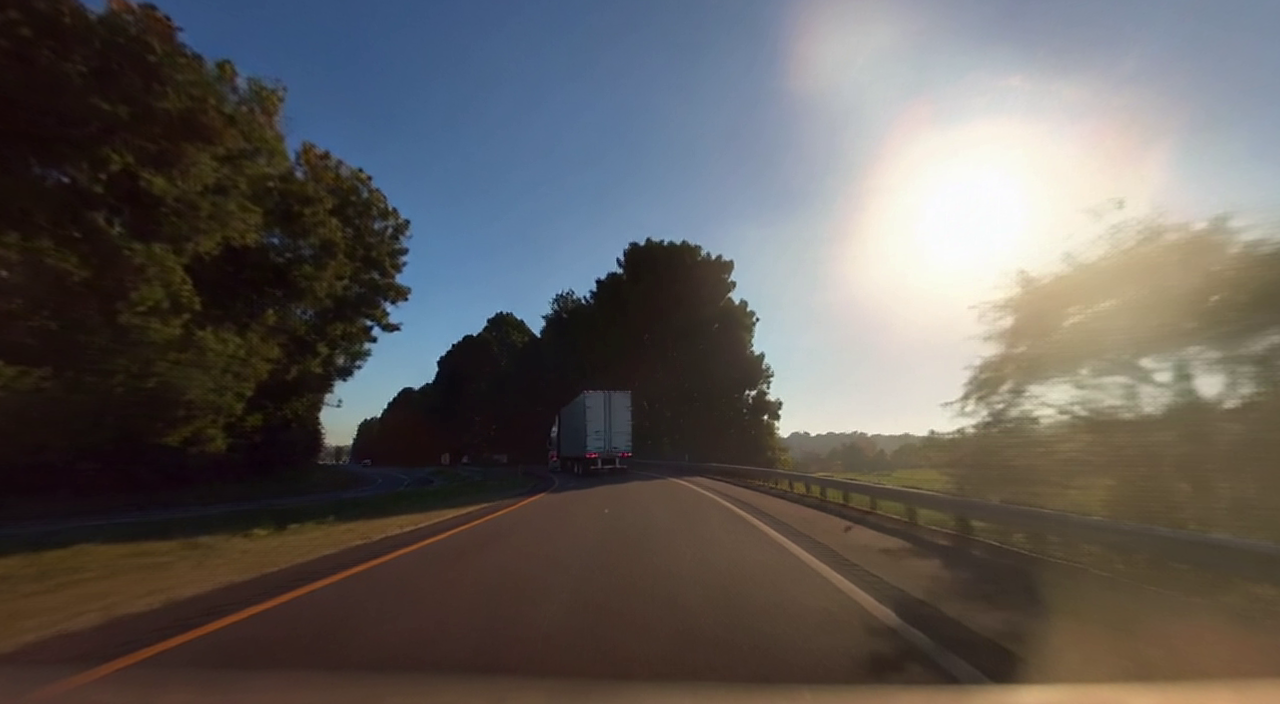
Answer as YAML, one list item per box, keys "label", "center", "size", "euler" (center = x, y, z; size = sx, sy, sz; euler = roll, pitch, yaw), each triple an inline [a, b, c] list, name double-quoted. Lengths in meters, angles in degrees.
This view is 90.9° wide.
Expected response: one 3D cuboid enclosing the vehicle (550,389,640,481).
- label: "vehicle"
  center: [-3.032, 4.727, 35.792]
  size: [3.087, 4.178, 13.682]
  euler: [1, -8, -12]
